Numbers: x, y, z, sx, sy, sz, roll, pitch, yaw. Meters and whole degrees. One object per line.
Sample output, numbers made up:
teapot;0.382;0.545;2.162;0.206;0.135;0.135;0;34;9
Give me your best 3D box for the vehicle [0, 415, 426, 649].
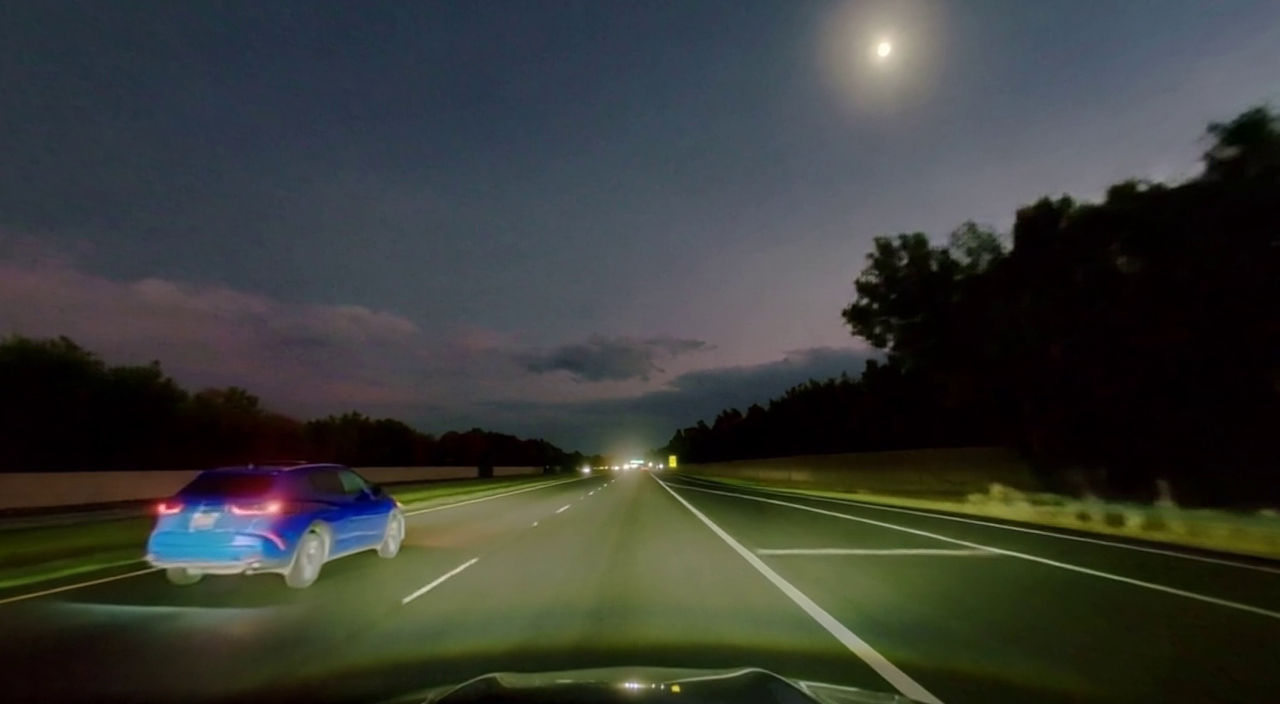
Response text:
vehicle;-4.158;1.694;6.880;1.928;1.593;4.871;1;-10;0
